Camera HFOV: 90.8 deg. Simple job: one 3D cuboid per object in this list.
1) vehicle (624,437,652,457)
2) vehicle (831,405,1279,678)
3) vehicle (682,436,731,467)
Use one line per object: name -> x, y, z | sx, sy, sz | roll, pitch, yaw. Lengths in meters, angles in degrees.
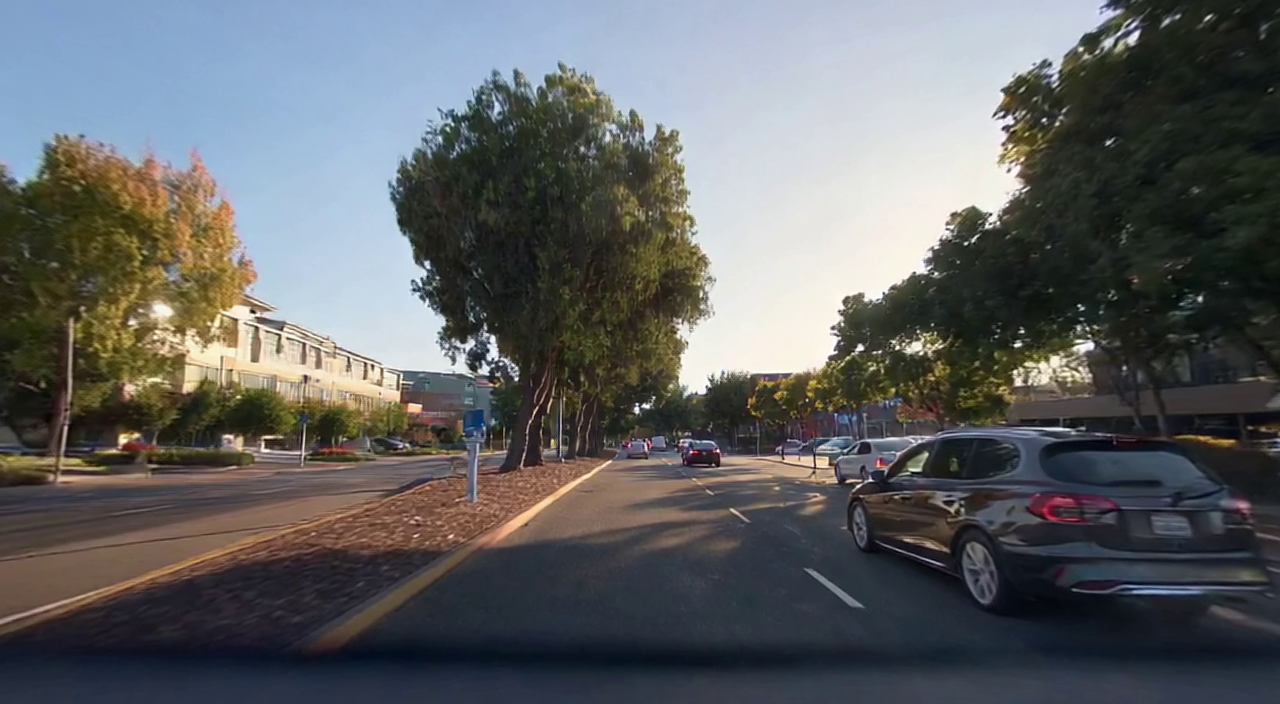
vehicle -> -0.195, 7.478, 49.796 | 2.095, 1.456, 3.873 | 0, -8, -1
vehicle -> 3.371, 1.344, 5.597 | 2.034, 1.496, 4.040 | 0, -8, -1
vehicle -> 3.442, 5.230, 33.521 | 1.953, 1.514, 4.672 | 0, -8, -2
